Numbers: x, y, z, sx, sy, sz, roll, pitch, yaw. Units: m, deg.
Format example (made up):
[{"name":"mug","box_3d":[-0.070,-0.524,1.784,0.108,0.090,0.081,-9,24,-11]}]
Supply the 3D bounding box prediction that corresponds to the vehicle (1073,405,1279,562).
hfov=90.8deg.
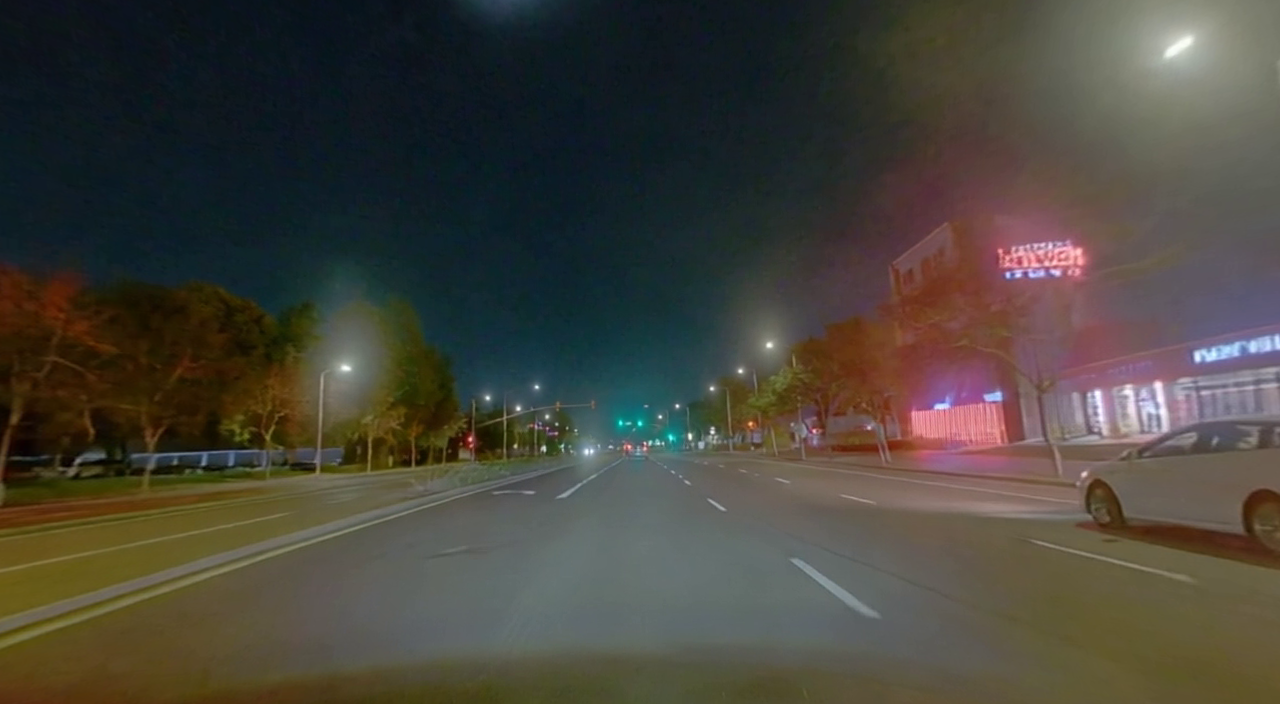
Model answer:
[{"name":"vehicle","box_3d":[7.677,1.503,7.508,1.918,1.632,4.368,0,-8,0]}]
